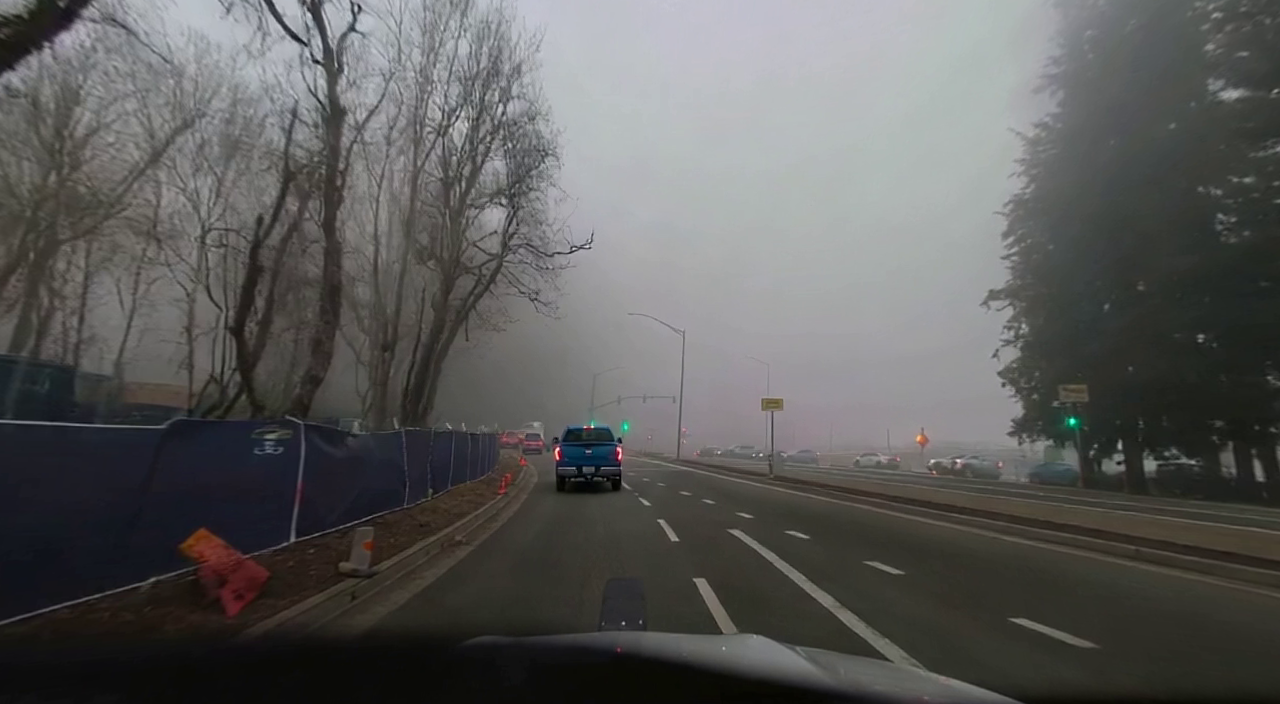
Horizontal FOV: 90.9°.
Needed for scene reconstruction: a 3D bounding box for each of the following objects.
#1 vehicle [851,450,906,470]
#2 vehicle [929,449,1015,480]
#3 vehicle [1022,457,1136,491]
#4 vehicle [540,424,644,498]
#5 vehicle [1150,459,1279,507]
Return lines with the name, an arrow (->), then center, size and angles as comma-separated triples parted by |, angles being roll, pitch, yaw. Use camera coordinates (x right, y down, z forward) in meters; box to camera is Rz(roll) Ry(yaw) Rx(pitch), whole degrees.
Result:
vehicle -> 18.694, 8.478, 49.674 | 1.805, 1.494, 4.362 | 2, -9, -15
vehicle -> 20.900, 7.077, 39.942 | 1.938, 1.781, 5.078 | 1, -8, -11
vehicle -> 22.433, 6.235, 32.501 | 1.850, 1.470, 4.761 | 2, -9, -11
vehicle -> -1.382, 2.959, 17.563 | 2.436, 1.698, 5.322 | 1, -8, -6
vehicle -> 23.611, 5.200, 25.446 | 1.895, 1.611, 4.545 | 1, -8, -7
